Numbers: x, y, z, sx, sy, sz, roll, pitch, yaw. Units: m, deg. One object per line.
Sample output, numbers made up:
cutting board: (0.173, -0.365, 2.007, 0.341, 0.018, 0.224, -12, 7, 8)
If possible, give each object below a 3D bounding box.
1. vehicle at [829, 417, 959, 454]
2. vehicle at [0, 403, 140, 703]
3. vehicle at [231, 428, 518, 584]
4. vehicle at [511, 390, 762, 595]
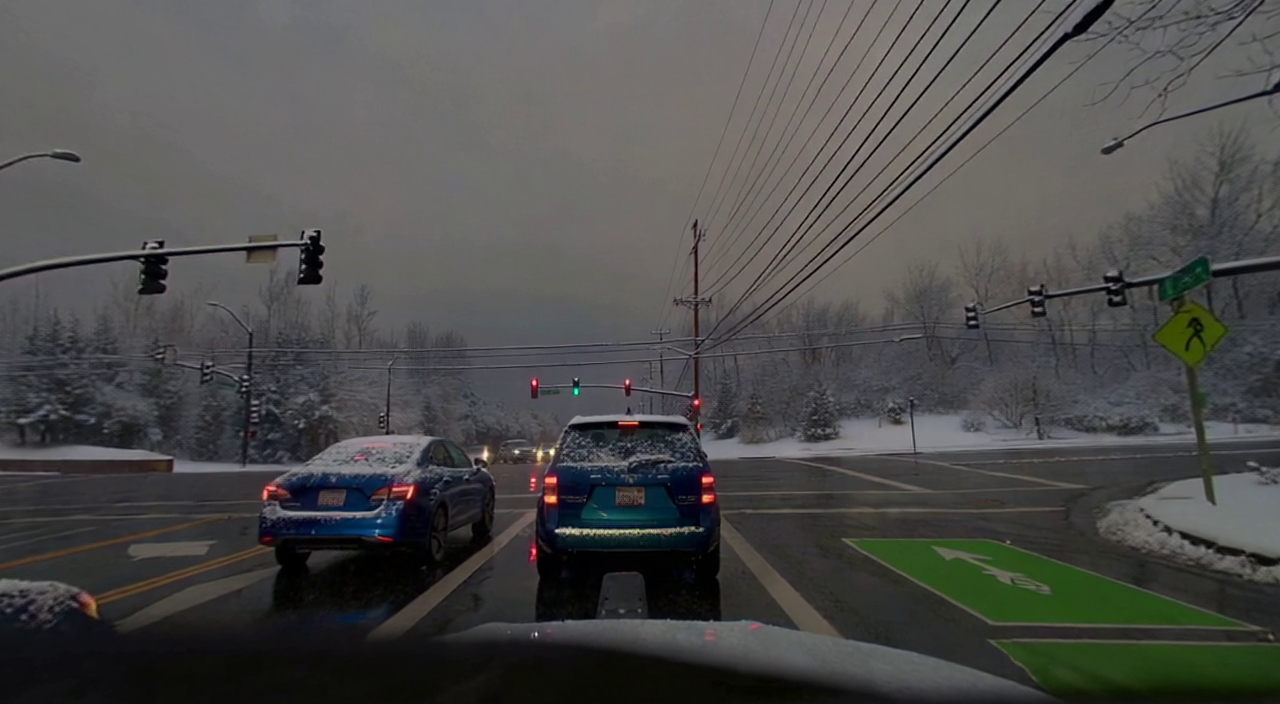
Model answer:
vehicle: (13.846, 4.602, 34.830, 6.143, 1.944, 2.229, -1, -8, 5)
vehicle: (-3.350, 0.663, 0.448, 1.928, 1.488, 4.936, 0, -8, 0)
vehicle: (-2.932, 1.766, 8.015, 1.969, 1.486, 3.702, 0, -8, 1)
vehicle: (-0.058, 1.522, 7.614, 2.182, 1.773, 4.041, 0, -8, -1)
